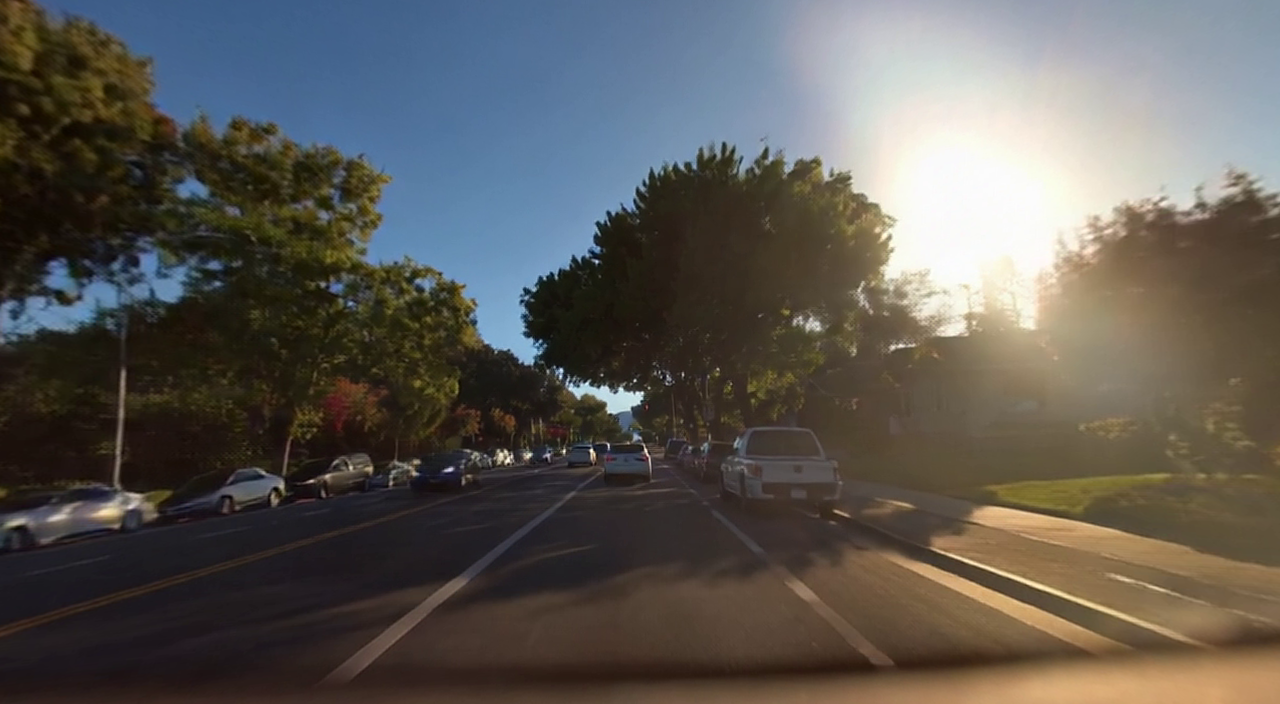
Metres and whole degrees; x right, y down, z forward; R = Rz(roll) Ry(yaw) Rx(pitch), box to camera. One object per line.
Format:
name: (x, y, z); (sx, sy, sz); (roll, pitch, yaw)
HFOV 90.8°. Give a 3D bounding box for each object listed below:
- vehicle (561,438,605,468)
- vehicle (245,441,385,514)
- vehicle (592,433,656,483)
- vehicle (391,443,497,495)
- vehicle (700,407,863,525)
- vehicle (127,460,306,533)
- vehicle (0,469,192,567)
vehicle: (-3.095, 5.634, 35.387); (2.117, 1.528, 4.277); (0, -8, -1)
vehicle: (-12.277, 4.684, 24.509); (2.249, 2.093, 6.297); (-8, -7, -3)
vehicle: (-0.543, 3.710, 22.411); (2.041, 1.575, 4.304); (0, -8, -1)
vehicle: (-6.442, 3.856, 21.405); (1.998, 1.518, 4.817); (-1, -8, 1)
vehicle: (2.492, 2.167, 12.529); (2.119, 1.884, 4.567); (0, -8, 0)
vehicle: (-12.112, 4.112, 18.610); (2.047, 1.497, 4.949); (-4, -8, -2)
vehicle: (-12.409, 3.436, 13.468); (2.050, 1.518, 5.115); (-3, -8, 0)
